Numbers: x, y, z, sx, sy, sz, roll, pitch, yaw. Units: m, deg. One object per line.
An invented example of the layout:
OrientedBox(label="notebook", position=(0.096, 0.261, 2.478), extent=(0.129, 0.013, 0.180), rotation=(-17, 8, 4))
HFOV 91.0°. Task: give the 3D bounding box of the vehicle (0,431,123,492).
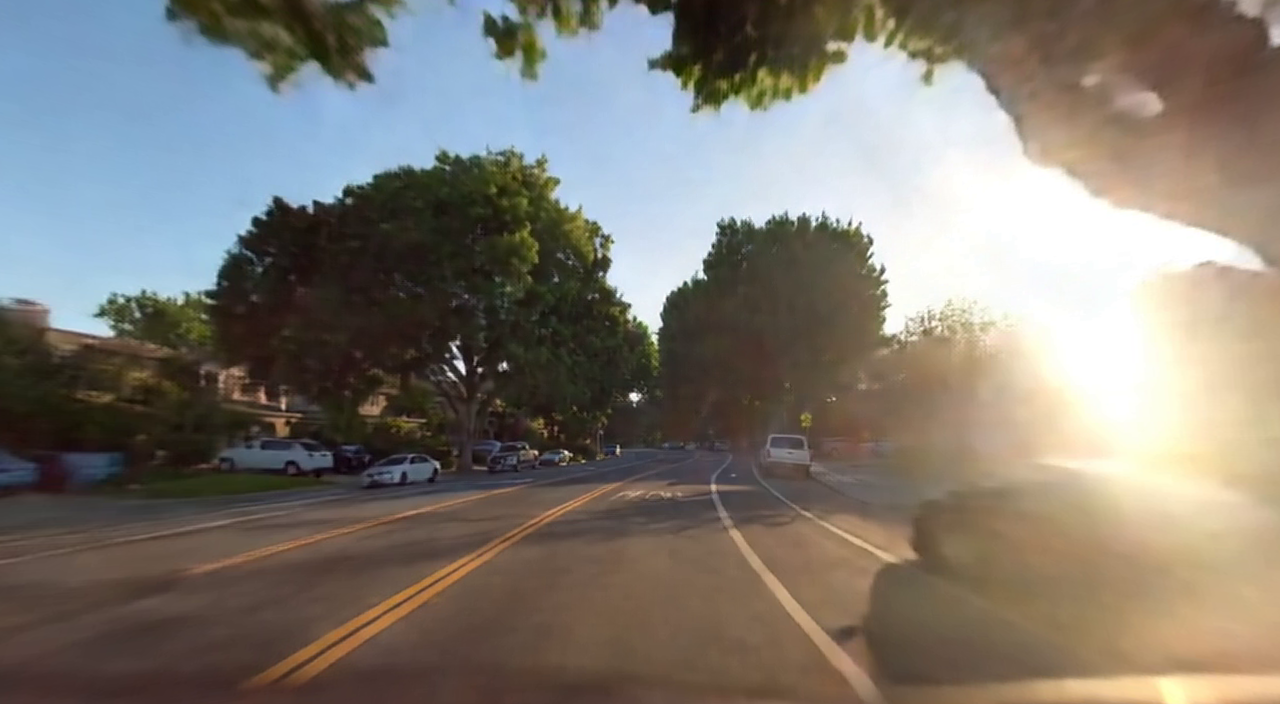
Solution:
OrientedBox(label="vehicle", position=(-19.609, 3.431, 20.099), extent=(4.662, 1.684, 1.997), rotation=(1, -8, 8))

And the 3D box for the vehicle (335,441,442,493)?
OrientedBox(label="vehicle", position=(-9.962, 4.557, 25.409), extent=(2.105, 1.776, 4.657), rotation=(-4, -9, 5))

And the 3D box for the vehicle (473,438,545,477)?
OrientedBox(label="vehicle", position=(-7.817, 6.360, 38.169), extent=(2.450, 1.998, 5.367), rotation=(-5, -9, 9))

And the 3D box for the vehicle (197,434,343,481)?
OrientedBox(label="vehicle", position=(-16.323, 4.622, 27.897), extent=(5.192, 1.915, 2.200), rotation=(-1, -8, 8))

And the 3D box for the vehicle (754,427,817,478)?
OrientedBox(label="vehicle", position=(6.900, 4.853, 30.623), extent=(2.574, 2.156, 6.672), rotation=(-2, -9, 10))

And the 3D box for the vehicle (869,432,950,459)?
OrientedBox(label="vehicle", position=(18.215, 6.326, 42.812), extent=(4.637, 1.661, 2.158), rotation=(-3, -8, 13))

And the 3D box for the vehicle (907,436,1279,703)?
OrientedBox(label="vehicle", position=(4.354, 1.441, 4.744), extent=(2.293, 1.516, 5.391), rotation=(1, -8, -1))

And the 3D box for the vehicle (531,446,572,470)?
OrientedBox(label="vehicle", position=(-6.423, 7.736, 46.087), extent=(1.967, 1.488, 4.216), rotation=(-6, -9, 5))
